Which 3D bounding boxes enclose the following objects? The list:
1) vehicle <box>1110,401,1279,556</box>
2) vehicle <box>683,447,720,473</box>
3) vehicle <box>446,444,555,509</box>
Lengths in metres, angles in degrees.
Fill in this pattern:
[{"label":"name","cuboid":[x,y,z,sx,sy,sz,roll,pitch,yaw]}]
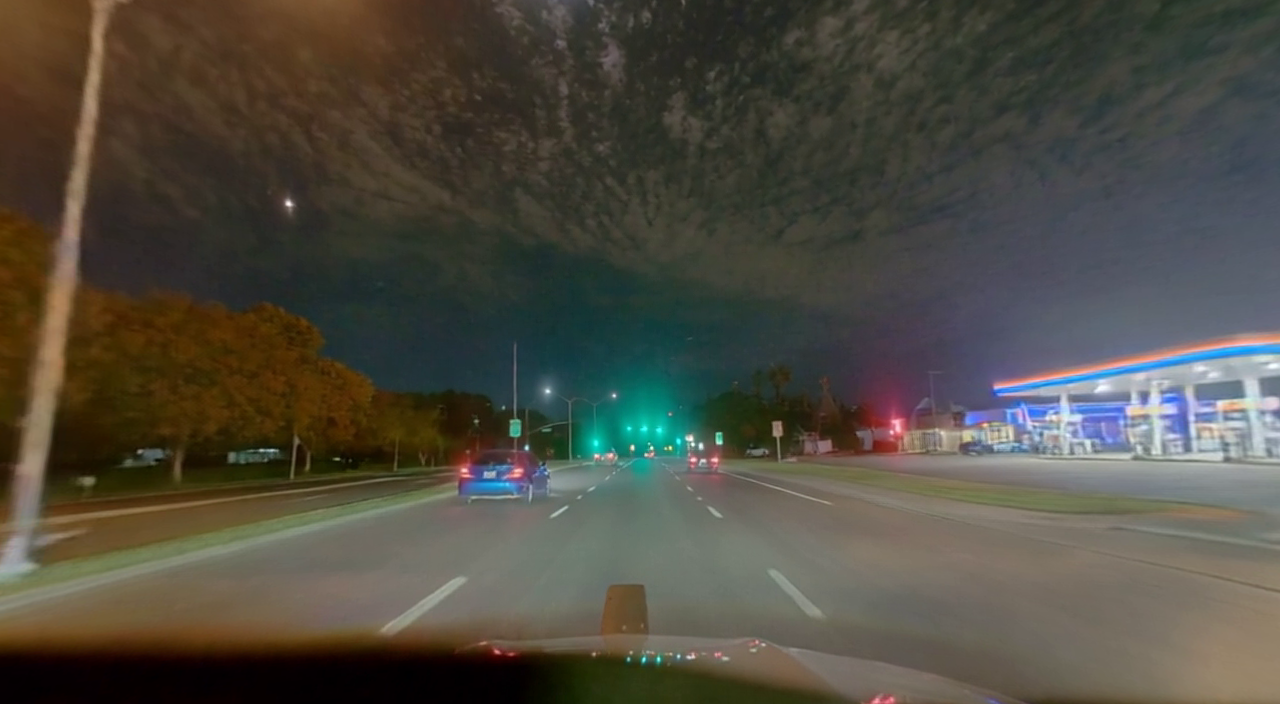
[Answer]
[{"label":"vehicle","cuboid":[10.577,1.577,8.815,5.931,1.872,2.264,-3,-9,3]},{"label":"vehicle","cuboid":[3.813,6.775,39.753,1.883,1.465,3.975,0,-8,-1]},{"label":"vehicle","cuboid":[-3.454,3.154,16.540,1.803,1.463,4.422,0,-8,1]}]
